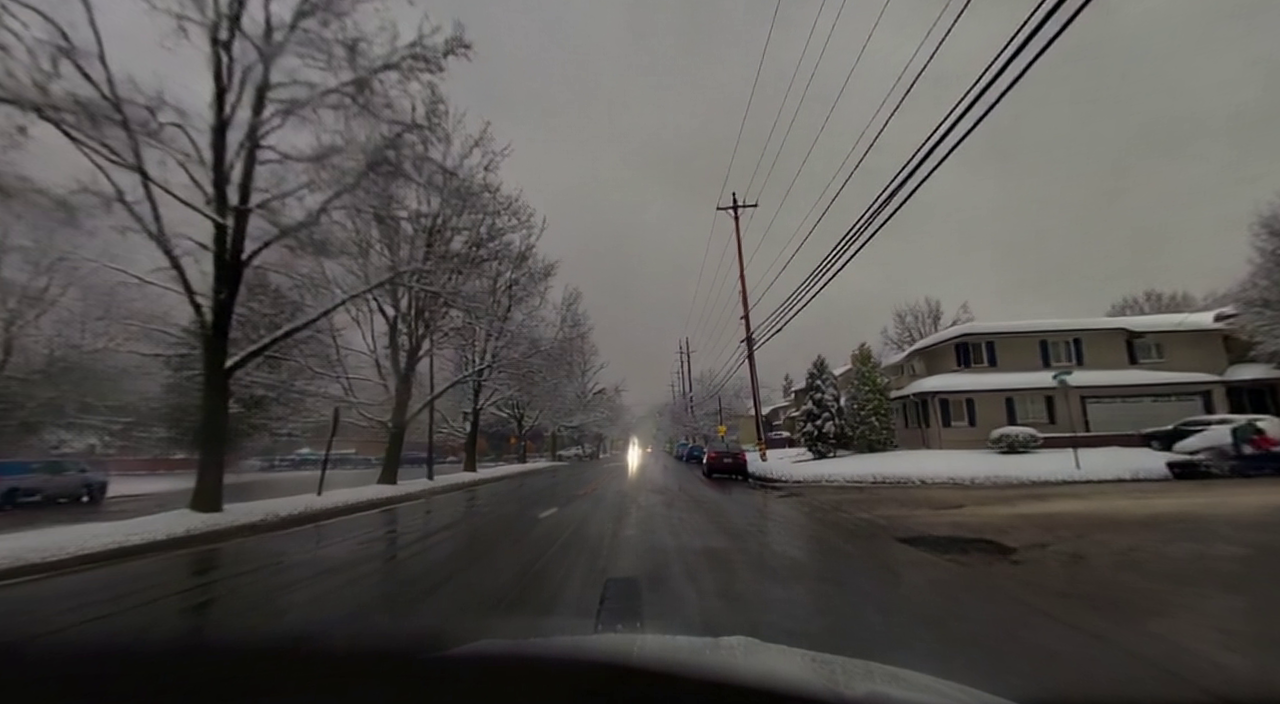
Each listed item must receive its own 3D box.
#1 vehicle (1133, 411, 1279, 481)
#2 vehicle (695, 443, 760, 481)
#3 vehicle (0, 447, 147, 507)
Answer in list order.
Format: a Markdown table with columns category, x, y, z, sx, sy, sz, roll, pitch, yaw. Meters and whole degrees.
| category | x | y | z | sx | sy | sz | roll | pitch | yaw |
| --- | --- | --- | --- | --- | --- | --- | --- | --- | --- |
| vehicle | 15.777 | 2.443 | 16.539 | 4.058 | 1.697 | 1.943 | 0 | -8 | -1 |
| vehicle | 3.522 | 4.537 | 26.372 | 1.990 | 1.435 | 4.526 | 0 | -8 | -1 |
| vehicle | -18.719 | 3.881 | 19.947 | 4.620 | 1.739 | 2.040 | 5 | -10 | -30 |
